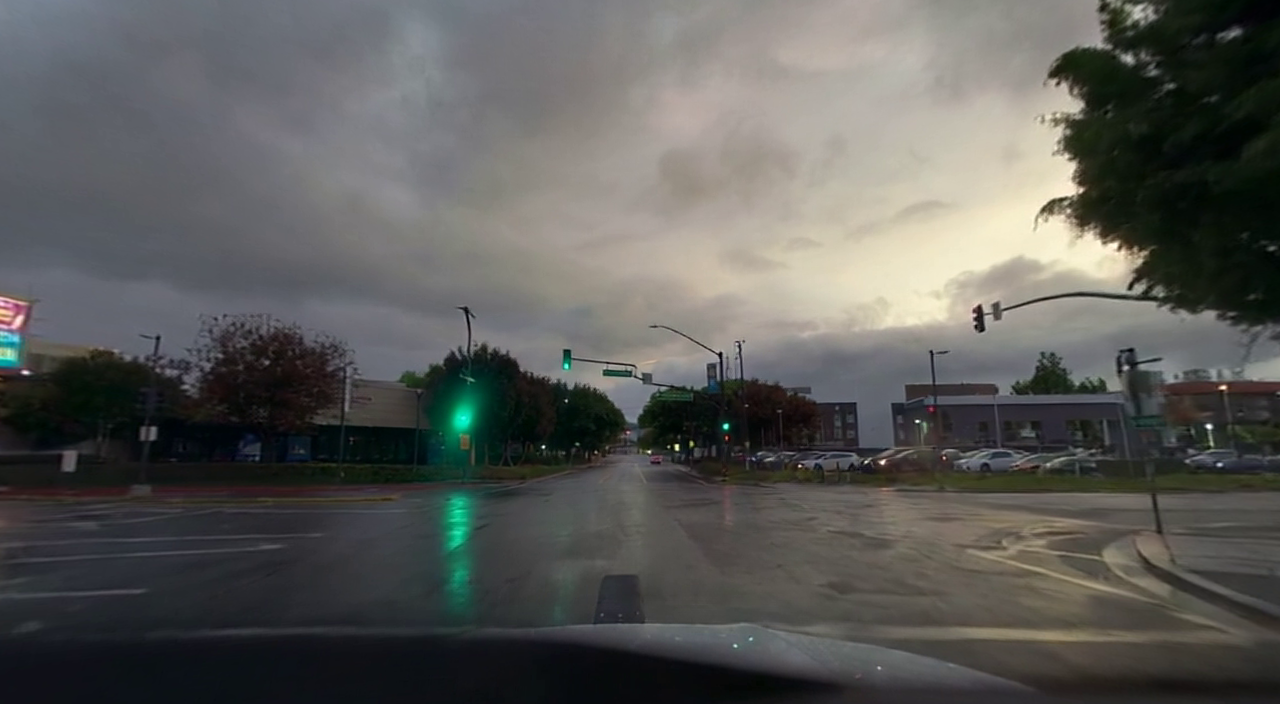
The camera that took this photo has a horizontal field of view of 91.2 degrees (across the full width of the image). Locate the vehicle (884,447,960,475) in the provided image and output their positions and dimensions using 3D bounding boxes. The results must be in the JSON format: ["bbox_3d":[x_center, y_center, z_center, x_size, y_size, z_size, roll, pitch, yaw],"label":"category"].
[{"bbox_3d":[16.490,6.325,36.577,4.522,1.546,1.941,6,-11,-36],"label":"vehicle"}]

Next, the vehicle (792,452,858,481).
[{"bbox_3d":[10.705,6.537,36.112,1.955,1.508,4.295,-8,-12,41],"label":"vehicle"}]

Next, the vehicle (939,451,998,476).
[{"bbox_3d":[21.379,7.237,40.950,1.923,1.463,3.758,-1,-8,3],"label":"vehicle"}]

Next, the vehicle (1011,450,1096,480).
[{"bbox_3d":[20.598,5.618,31.389,1.851,1.388,3.475,0,-8,1],"label":"vehicle"}]

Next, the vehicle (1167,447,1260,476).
[{"bbox_3d":[28.578,5.462,31.362,1.591,1.332,3.202,-2,-9,1],"label":"vehicle"}]
